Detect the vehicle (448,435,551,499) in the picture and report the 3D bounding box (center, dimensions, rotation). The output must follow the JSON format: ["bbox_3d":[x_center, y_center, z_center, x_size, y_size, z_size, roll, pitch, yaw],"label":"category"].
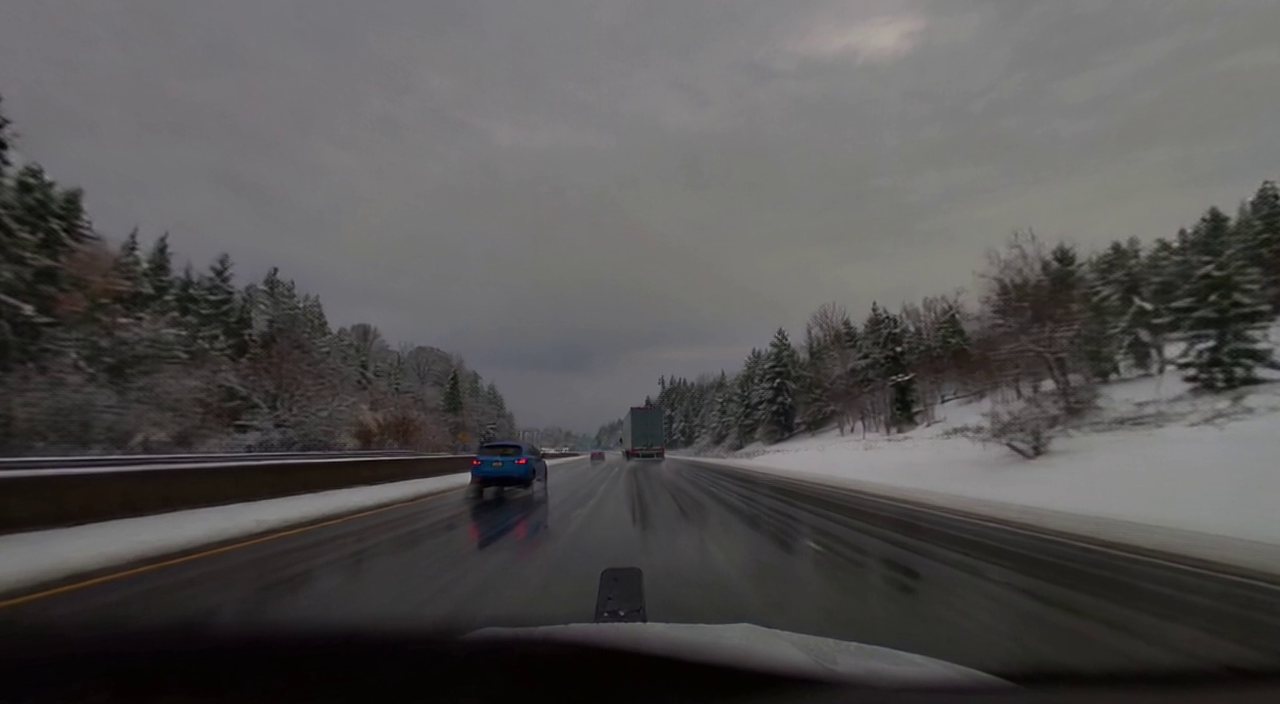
[{"bbox_3d":[-3.853,3.234,18.044,1.977,1.602,3.944,0,-9,1],"label":"vehicle"}]

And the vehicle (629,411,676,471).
[{"bbox_3d":[0.680,6.197,43.425,2.893,3.628,9.081,0,-9,-1],"label":"vehicle"}]
